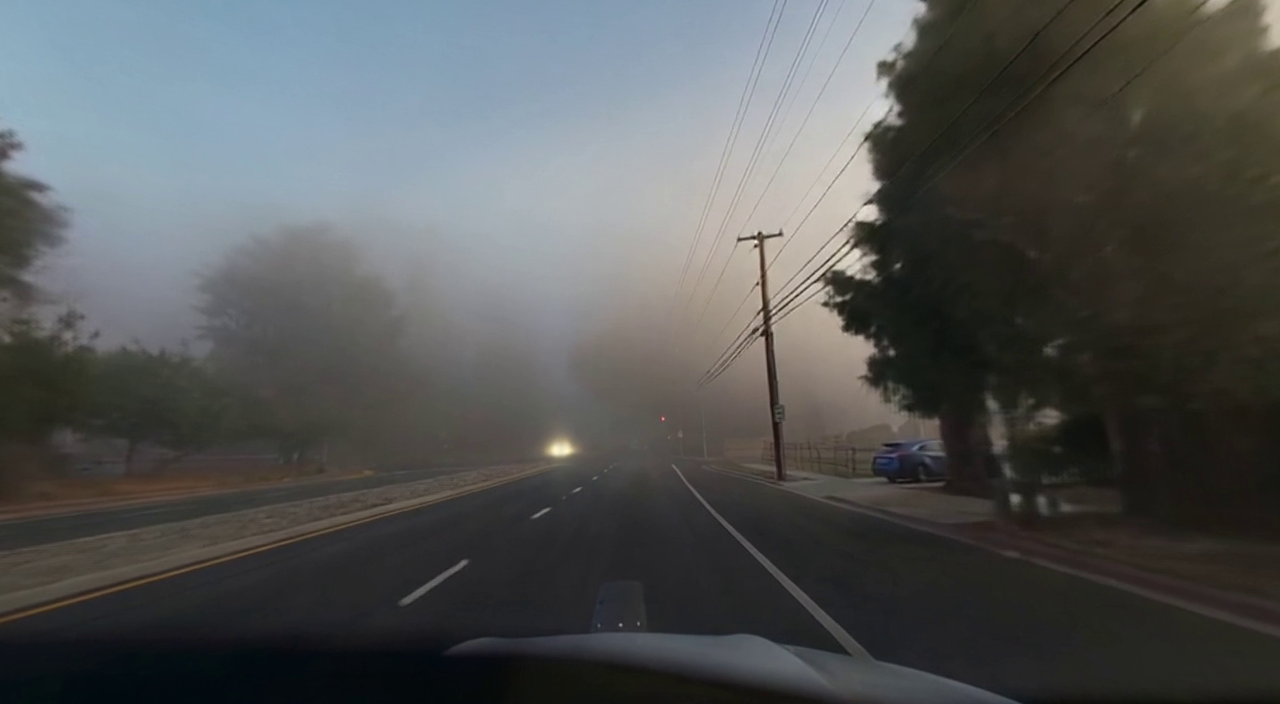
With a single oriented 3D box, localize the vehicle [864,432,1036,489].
[{"bbox_3d":[9.663,3.400,19.974,4.387,1.680,1.958,1,-9,-3],"label":"vehicle"}]
